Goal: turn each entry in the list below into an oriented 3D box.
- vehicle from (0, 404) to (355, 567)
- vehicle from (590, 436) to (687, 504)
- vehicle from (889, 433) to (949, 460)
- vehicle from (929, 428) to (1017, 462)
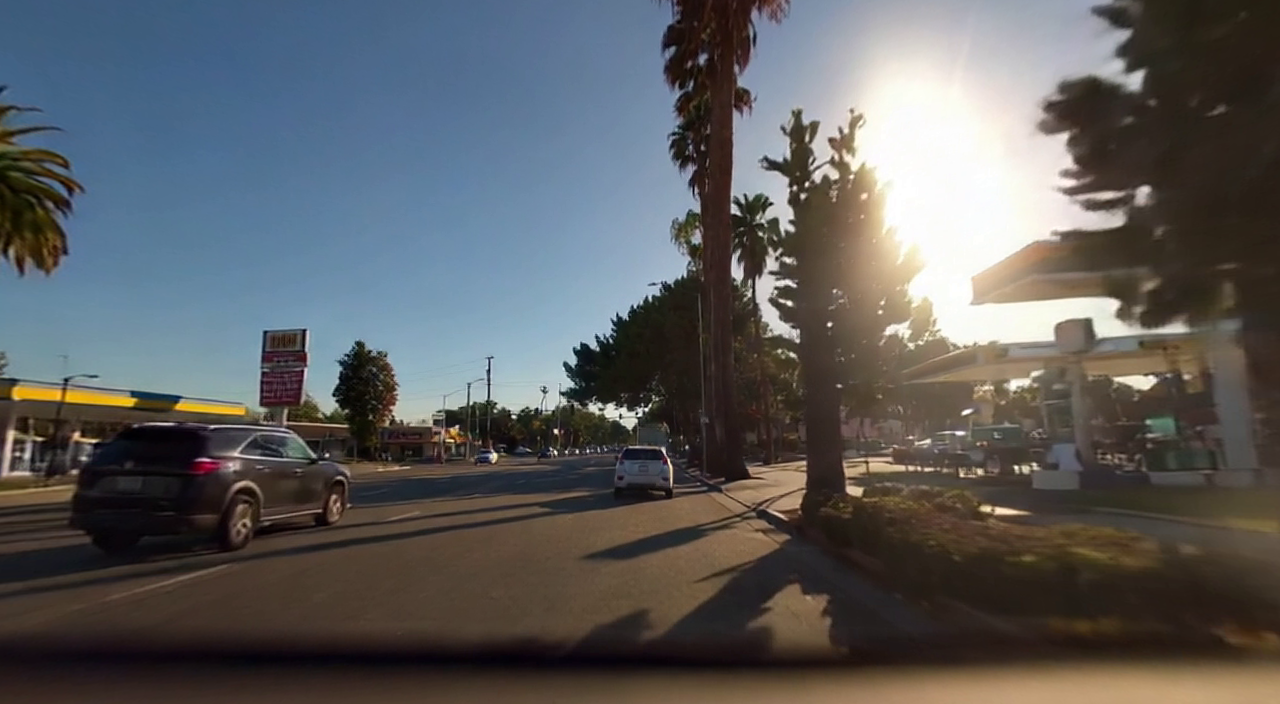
[{"bbox_3d":[-6.175,1.763,8.925,2.057,1.705,4.394,0,-9,1],"label":"vehicle"},{"bbox_3d":[0.016,2.957,16.139,2.145,1.483,4.453,0,-9,1],"label":"vehicle"},{"bbox_3d":[17.088,5.824,38.633,1.902,1.502,4.395,0,-9,4],"label":"vehicle"},{"bbox_3d":[17.229,4.860,32.748,2.009,1.630,4.436,1,-9,-2],"label":"vehicle"}]
